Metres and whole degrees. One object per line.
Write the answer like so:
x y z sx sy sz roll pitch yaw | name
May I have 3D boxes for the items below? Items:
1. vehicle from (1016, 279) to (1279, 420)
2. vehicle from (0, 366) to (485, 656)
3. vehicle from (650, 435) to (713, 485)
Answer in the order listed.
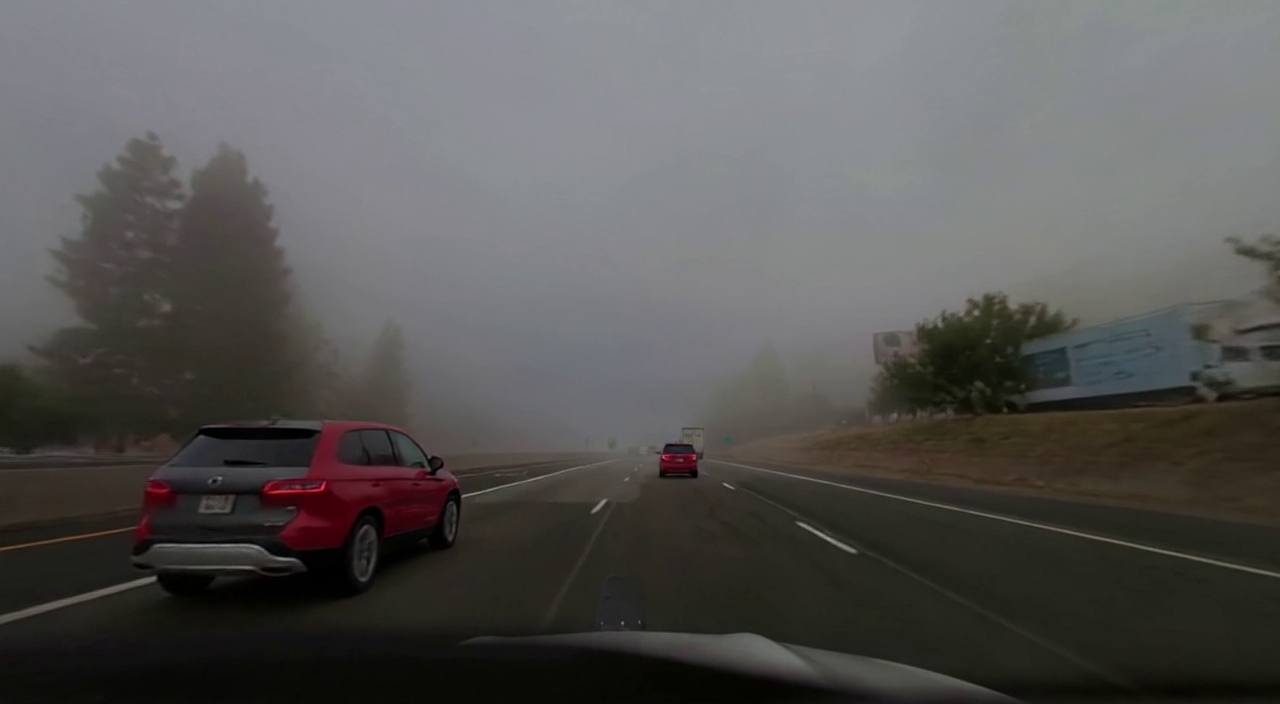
24.946 0.742 31.006 3.528 4.387 16.822 -1 -9 4 | vehicle
-3.258 1.343 6.314 2.139 1.804 4.611 0 -9 1 | vehicle
1.461 4.052 23.903 2.087 1.682 4.388 0 -9 0 | vehicle
